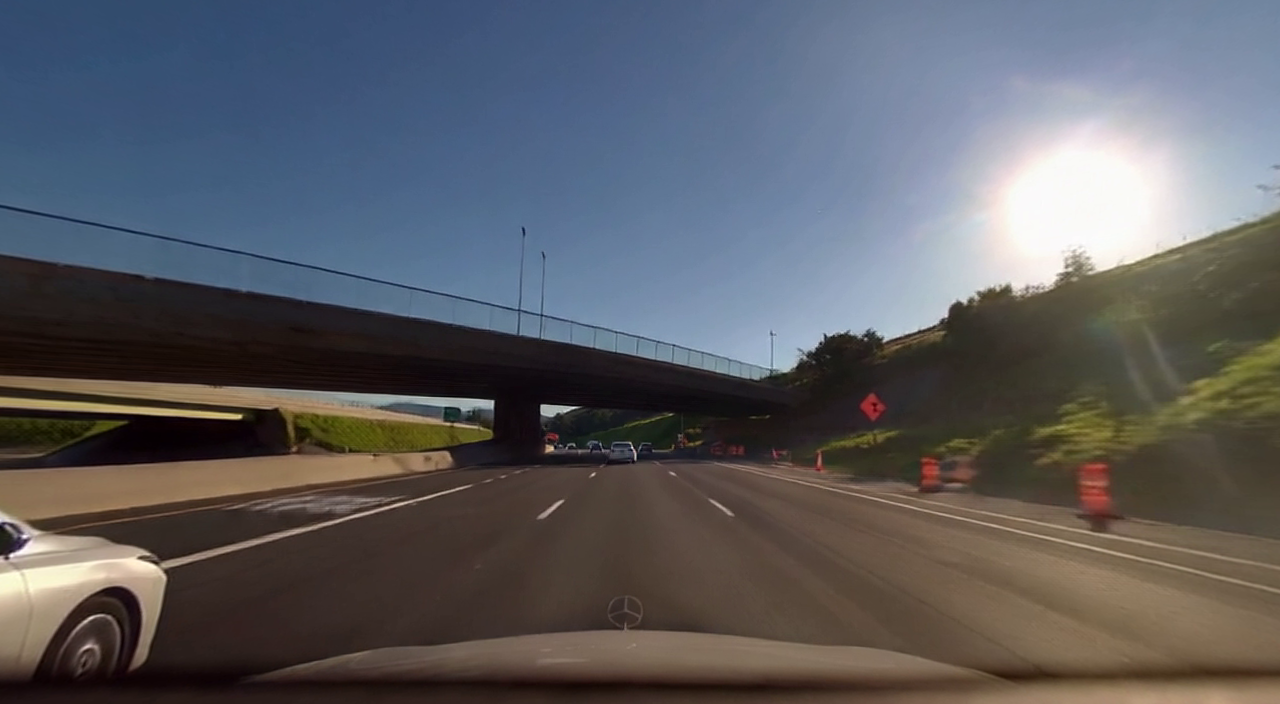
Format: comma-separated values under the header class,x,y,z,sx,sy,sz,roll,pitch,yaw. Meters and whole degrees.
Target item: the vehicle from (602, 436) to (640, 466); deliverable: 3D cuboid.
class,x,y,z,sx,sy,sz,roll,pitch,yaw
vehicle,-1.324,6.417,40.982,2.328,1.805,4.502,0,-8,-3
